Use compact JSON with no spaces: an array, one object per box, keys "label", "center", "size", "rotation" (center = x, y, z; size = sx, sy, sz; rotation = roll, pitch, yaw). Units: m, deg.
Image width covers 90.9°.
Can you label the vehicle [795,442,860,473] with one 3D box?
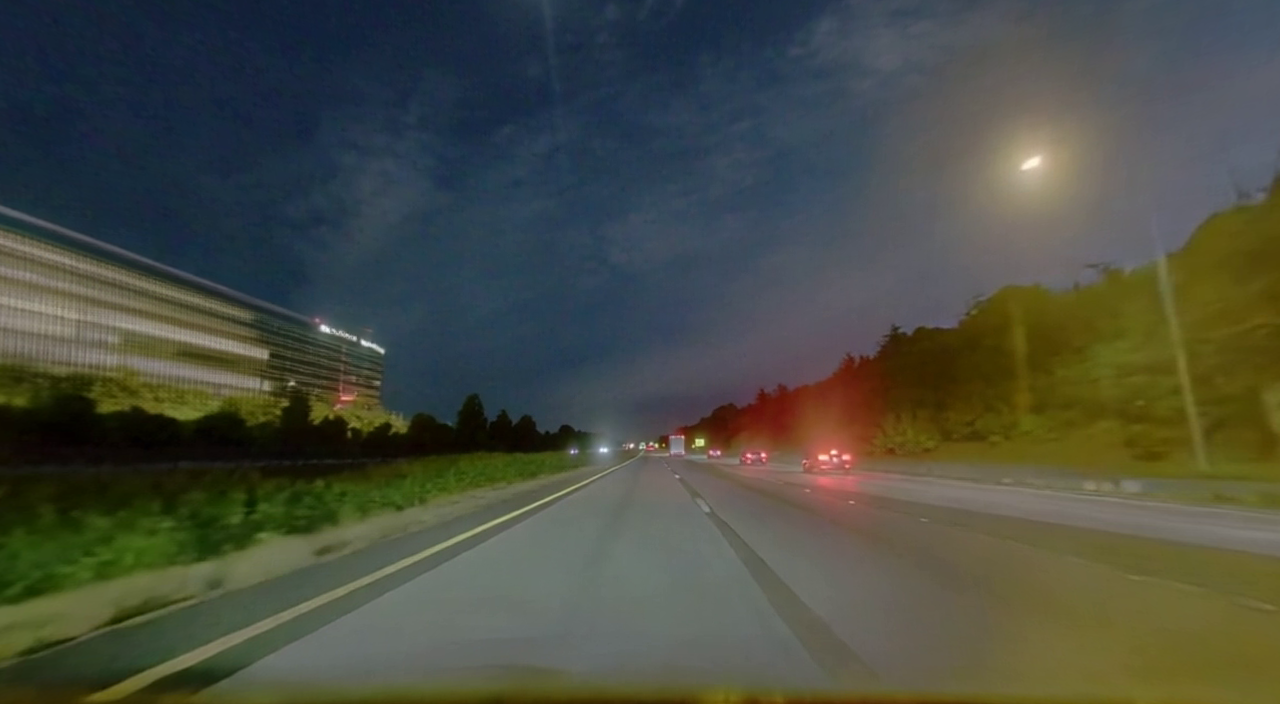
[{"label":"vehicle","center":[10.957,6.211,37.273],"size":[2.127,1.646,4.926],"rotation":[0,-9,-3]}]
